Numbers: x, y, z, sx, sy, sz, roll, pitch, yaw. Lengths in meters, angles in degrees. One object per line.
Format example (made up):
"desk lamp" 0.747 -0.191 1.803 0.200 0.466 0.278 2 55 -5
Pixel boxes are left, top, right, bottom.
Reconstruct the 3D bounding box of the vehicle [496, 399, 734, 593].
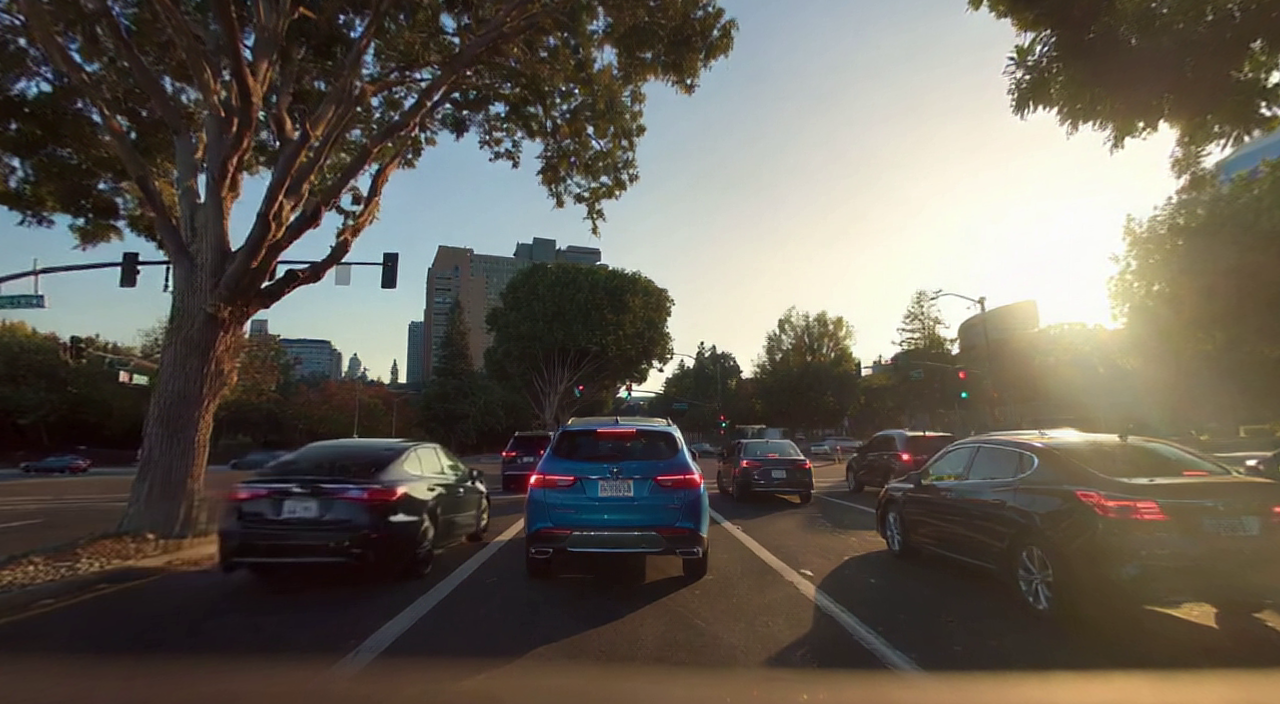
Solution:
"vehicle" -0.279 1.560 7.629 2.101 1.707 3.904 0 -8 -2

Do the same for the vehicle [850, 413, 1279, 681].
"vehicle" 3.611 1.395 5.696 1.861 1.478 4.185 0 -8 -2

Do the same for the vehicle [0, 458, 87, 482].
"vehicle" -39.358 7.700 41.314 4.369 1.466 1.791 1 -9 -9

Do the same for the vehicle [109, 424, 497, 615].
"vehicle" -3.174 1.658 7.231 2.077 1.493 4.281 0 -9 0

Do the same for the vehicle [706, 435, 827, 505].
"vehicle" 2.972 2.859 15.779 1.950 1.506 4.086 0 -8 -3
